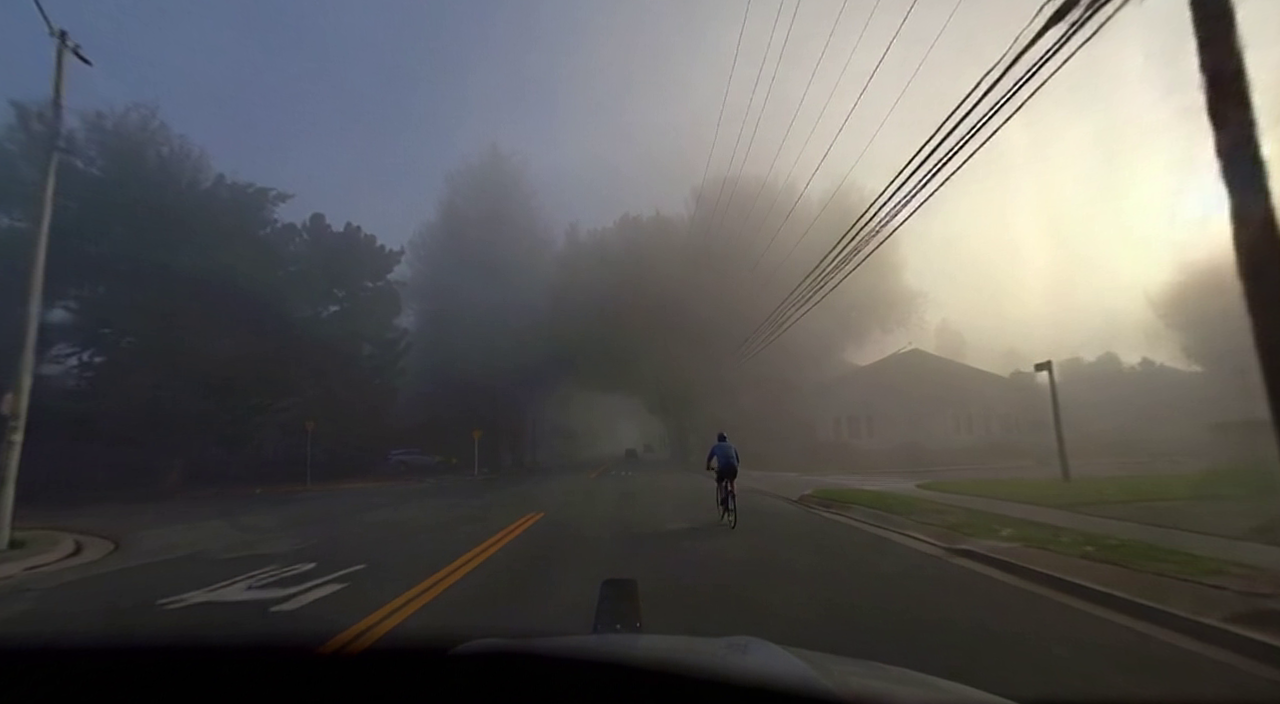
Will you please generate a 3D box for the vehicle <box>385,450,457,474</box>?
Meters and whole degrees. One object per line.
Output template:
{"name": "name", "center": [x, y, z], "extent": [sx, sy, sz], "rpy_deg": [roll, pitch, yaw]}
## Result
{"name": "vehicle", "center": [-14.574, 7.308, 42.140], "extent": [4.143, 1.480, 1.755], "rpy_deg": [0, -9, -2]}
